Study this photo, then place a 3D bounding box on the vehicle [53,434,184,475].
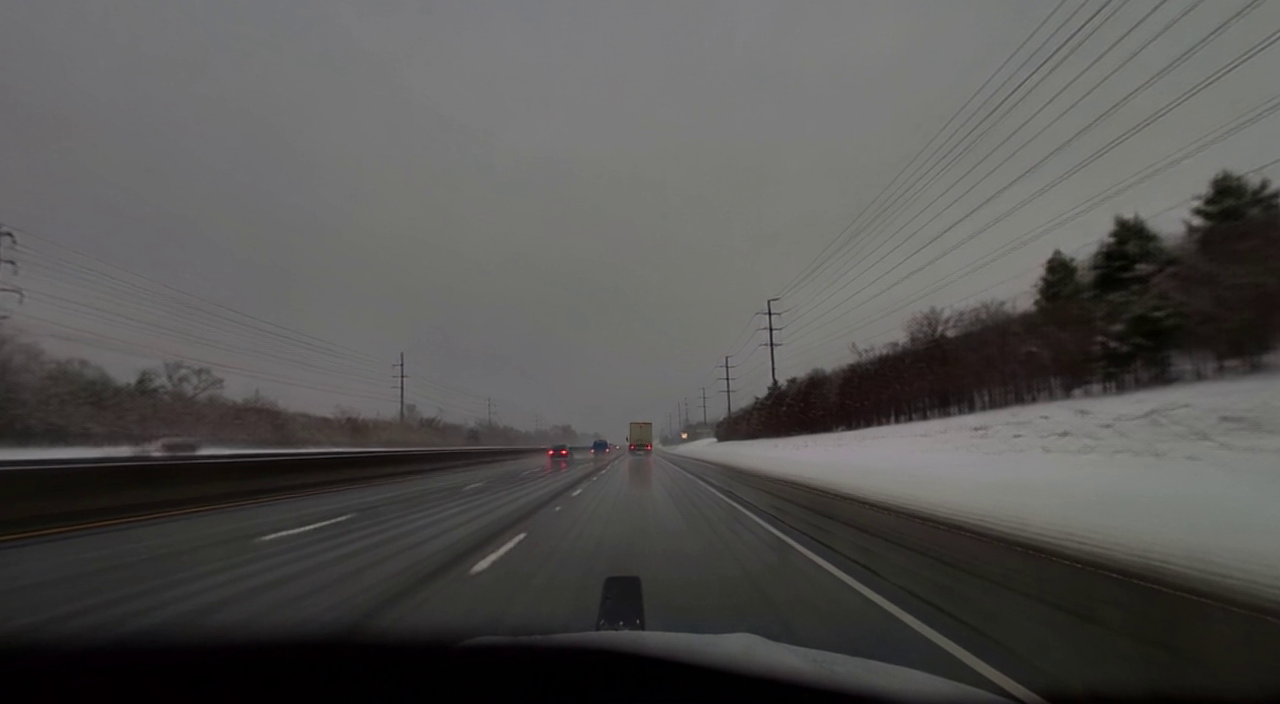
[{"bbox_3d":[-22.891,4.515,27.977,1.946,1.647,4.495,0,-9,1],"label":"vehicle"}]
